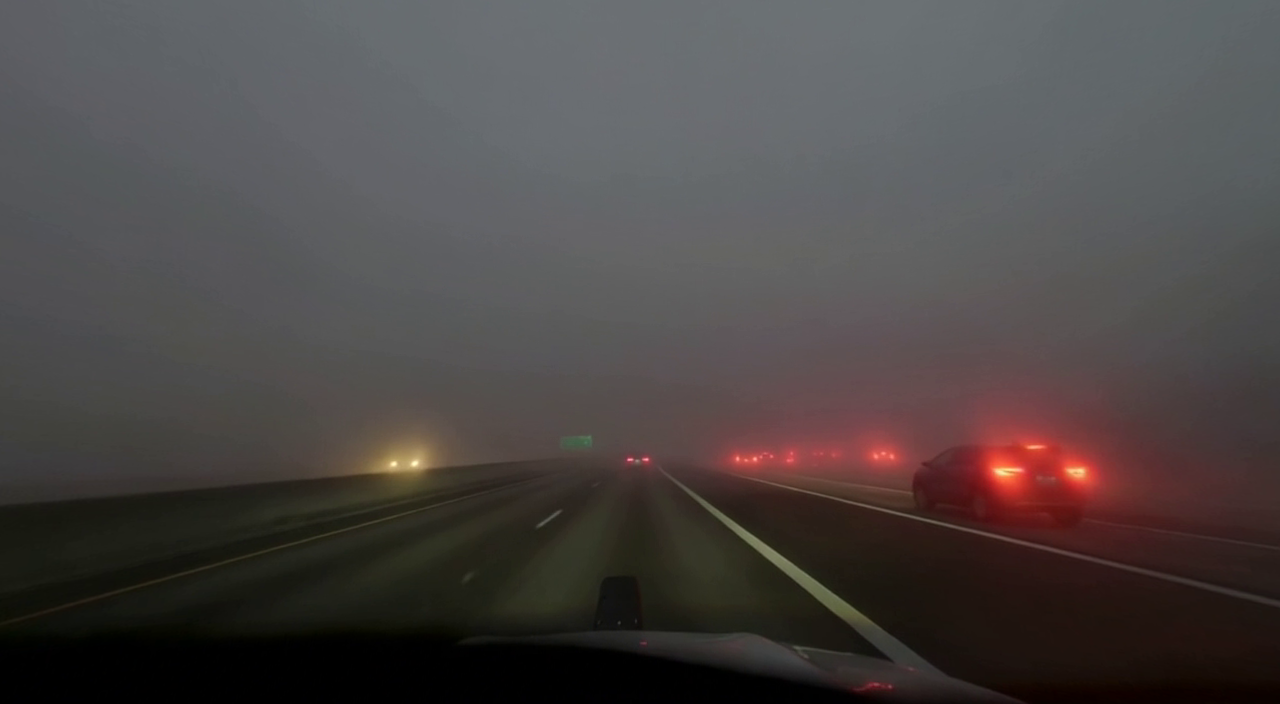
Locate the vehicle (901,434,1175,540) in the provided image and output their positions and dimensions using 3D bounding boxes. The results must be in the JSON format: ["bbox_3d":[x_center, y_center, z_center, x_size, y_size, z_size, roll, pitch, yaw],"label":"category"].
[{"bbox_3d":[6.867,2.360,11.625,2.008,1.533,4.592,0,-9,-1],"label":"vehicle"}]

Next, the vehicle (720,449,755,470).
[{"bbox_3d":[7.114,7.901,46.124,1.941,1.485,3.701,0,-9,-1],"label":"vehicle"}]

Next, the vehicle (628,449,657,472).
[{"bbox_3d":[0.181,7.877,45.705,2.025,1.526,4.181,0,-9,0],"label":"vehicle"}]
